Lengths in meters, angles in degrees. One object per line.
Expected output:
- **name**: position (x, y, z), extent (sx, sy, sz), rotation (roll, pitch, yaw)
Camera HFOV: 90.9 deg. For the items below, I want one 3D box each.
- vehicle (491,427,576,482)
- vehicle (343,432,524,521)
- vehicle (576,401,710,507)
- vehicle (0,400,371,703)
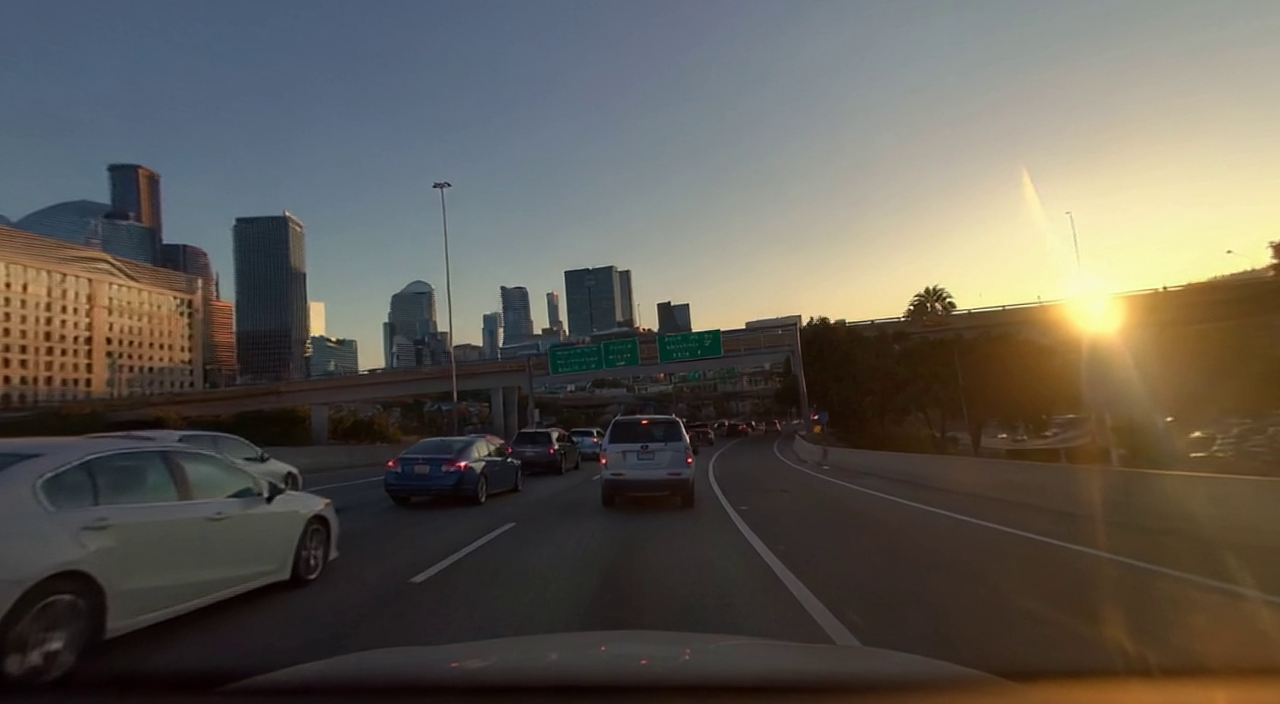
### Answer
- **vehicle**: position (-3.651, 3.616, 22.469), extent (1.953, 1.729, 4.377), rotation (-1, -9, 4)
- **vehicle**: position (-3.903, 2.436, 12.866), extent (2.087, 1.481, 4.225), rotation (0, -9, 3)
- **vehicle**: position (0.154, 2.455, 15.408), extent (2.616, 2.063, 5.933), rotation (0, -9, 2)
- **vehicle**: position (-3.698, 1.096, 3.591), extent (1.998, 1.494, 5.020), rotation (0, -9, 2)
